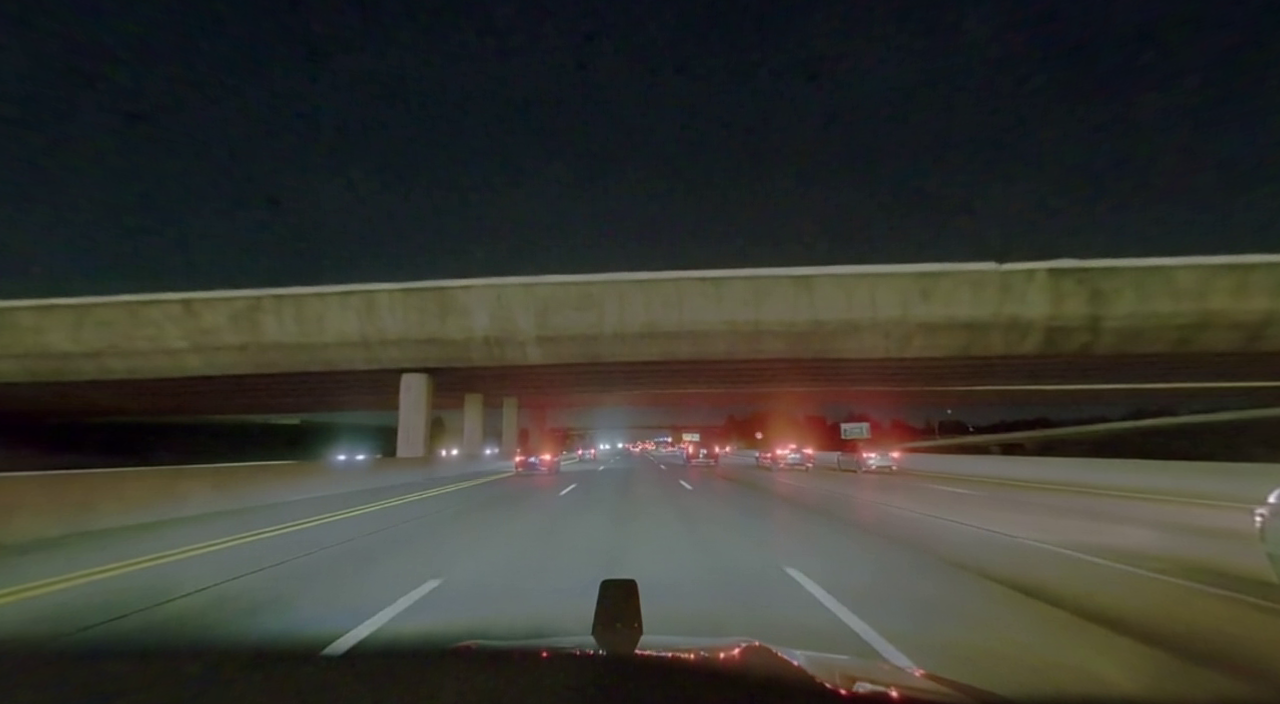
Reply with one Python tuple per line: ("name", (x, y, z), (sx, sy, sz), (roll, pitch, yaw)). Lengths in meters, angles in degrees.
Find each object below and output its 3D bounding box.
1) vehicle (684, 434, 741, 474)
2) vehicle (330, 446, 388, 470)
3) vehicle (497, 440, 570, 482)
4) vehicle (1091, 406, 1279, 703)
("vehicle", (3.401, 4.904, 30.404), (2.072, 1.761, 4.242), (0, -9, -2))
("vehicle", (-18.238, 6.862, 41.145), (1.877, 1.456, 4.569), (0, -9, -3))
("vehicle", (-4.114, 4.296, 25.173), (1.997, 1.476, 4.703), (0, -9, 1))
("vehicle", (3.992, 0.848, 2.017), (1.989, 1.472, 4.322), (-1, -9, 2))
